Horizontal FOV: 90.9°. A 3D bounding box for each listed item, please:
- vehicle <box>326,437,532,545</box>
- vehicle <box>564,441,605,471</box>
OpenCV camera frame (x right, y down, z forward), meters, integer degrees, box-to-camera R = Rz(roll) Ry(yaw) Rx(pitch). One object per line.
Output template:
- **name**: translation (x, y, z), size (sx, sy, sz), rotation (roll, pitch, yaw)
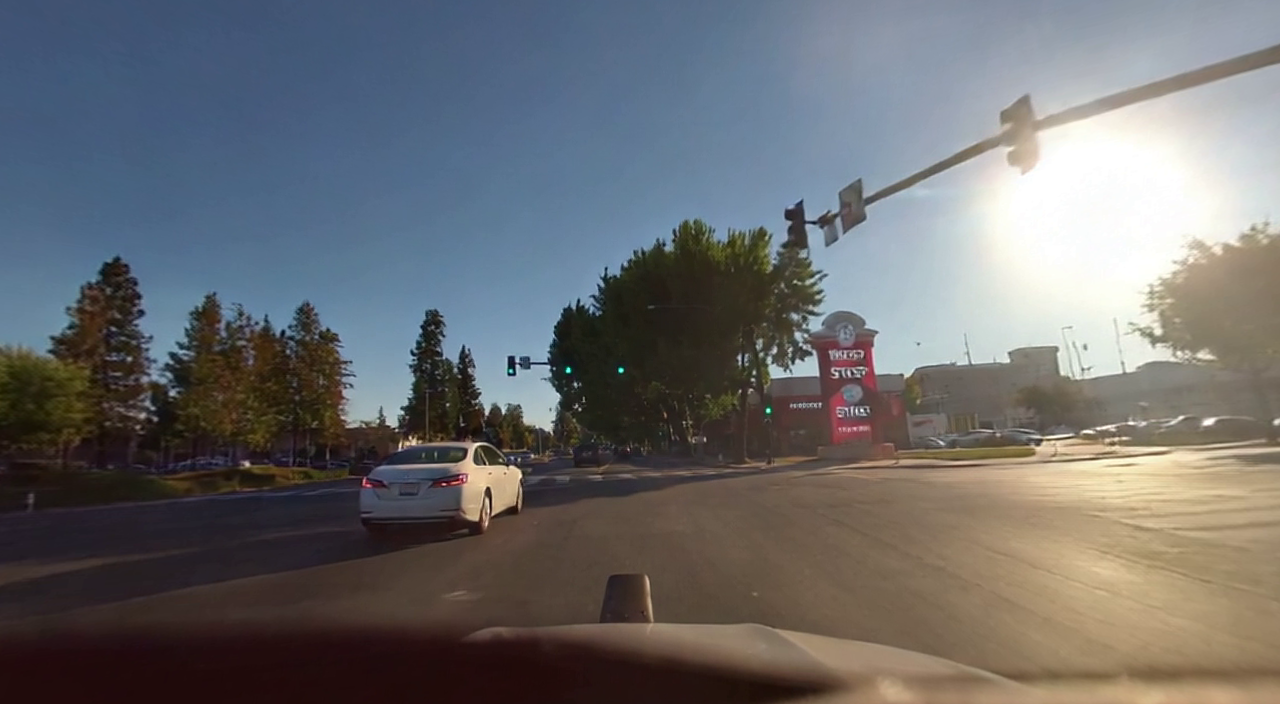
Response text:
- **vehicle**: translation (-3.287, 2.244, 10.926), size (2.018, 1.477, 4.401), rotation (0, -8, 0)
- **vehicle**: translation (-3.332, 6.341, 38.568), size (2.109, 1.692, 4.220), rotation (0, -8, 0)
